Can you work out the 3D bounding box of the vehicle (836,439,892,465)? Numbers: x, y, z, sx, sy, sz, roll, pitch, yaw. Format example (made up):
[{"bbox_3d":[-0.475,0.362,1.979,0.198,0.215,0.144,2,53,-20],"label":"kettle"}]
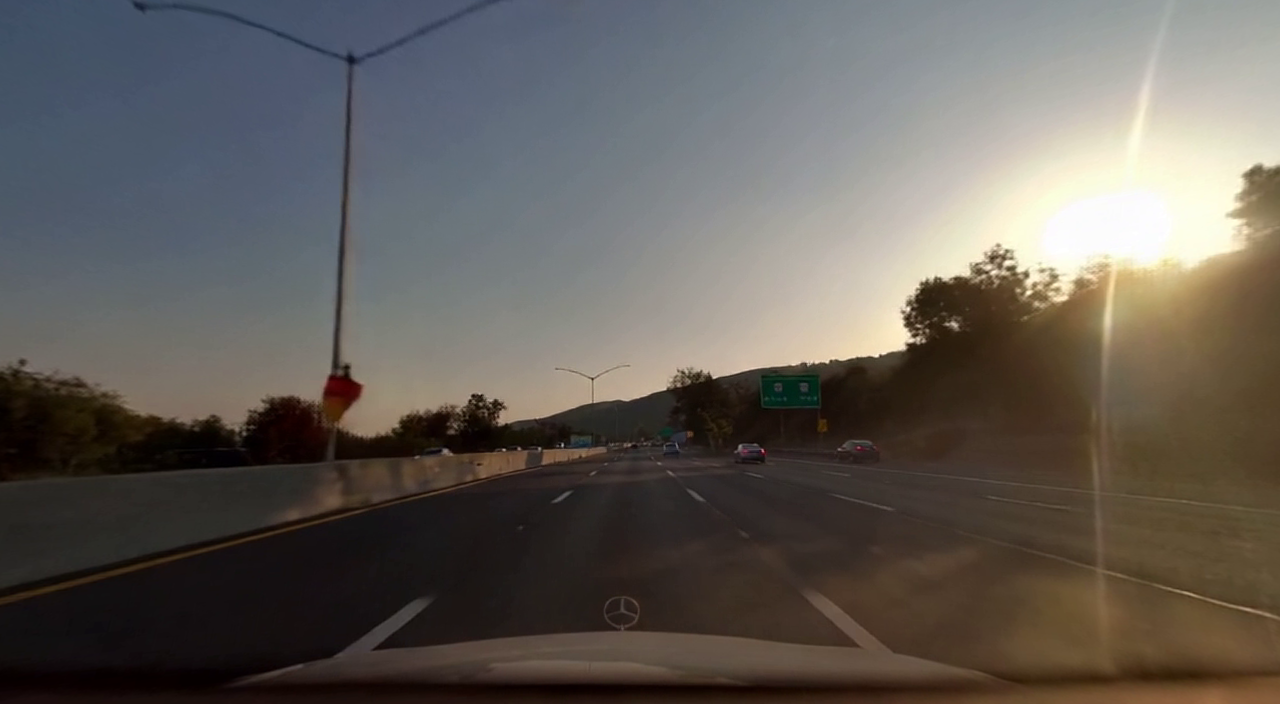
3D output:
[{"bbox_3d":[14.730,6.585,41.775,2.025,1.595,4.268,0,-8,-1],"label":"vehicle"}]

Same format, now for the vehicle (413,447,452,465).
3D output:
[{"bbox_3d":[-14.402,7.216,44.013,1.639,1.164,3.285,0,-8,0],"label":"vehicle"}]

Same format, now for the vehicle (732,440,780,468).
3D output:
[{"bbox_3d":[6.804,6.032,37.515,2.038,1.528,3.910,0,-8,-1],"label":"vehicle"}]
